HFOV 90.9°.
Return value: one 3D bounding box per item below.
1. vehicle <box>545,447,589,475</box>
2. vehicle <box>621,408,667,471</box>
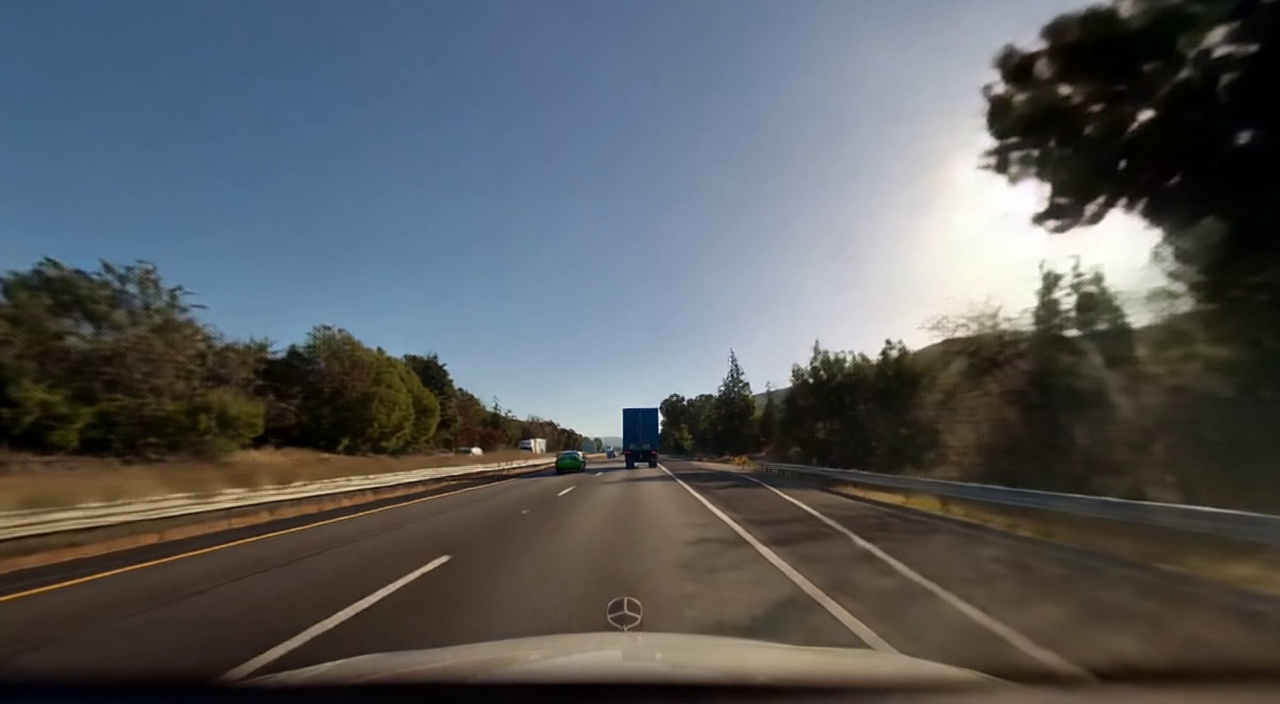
[{"bbox_3d":[-4.366,6.590,38.398,2.051,1.538,4.569,0,-9,1],"label":"vehicle"},{"bbox_3d":[0.254,6.291,44.934,2.899,3.966,10.053,0,-9,0],"label":"vehicle"}]
